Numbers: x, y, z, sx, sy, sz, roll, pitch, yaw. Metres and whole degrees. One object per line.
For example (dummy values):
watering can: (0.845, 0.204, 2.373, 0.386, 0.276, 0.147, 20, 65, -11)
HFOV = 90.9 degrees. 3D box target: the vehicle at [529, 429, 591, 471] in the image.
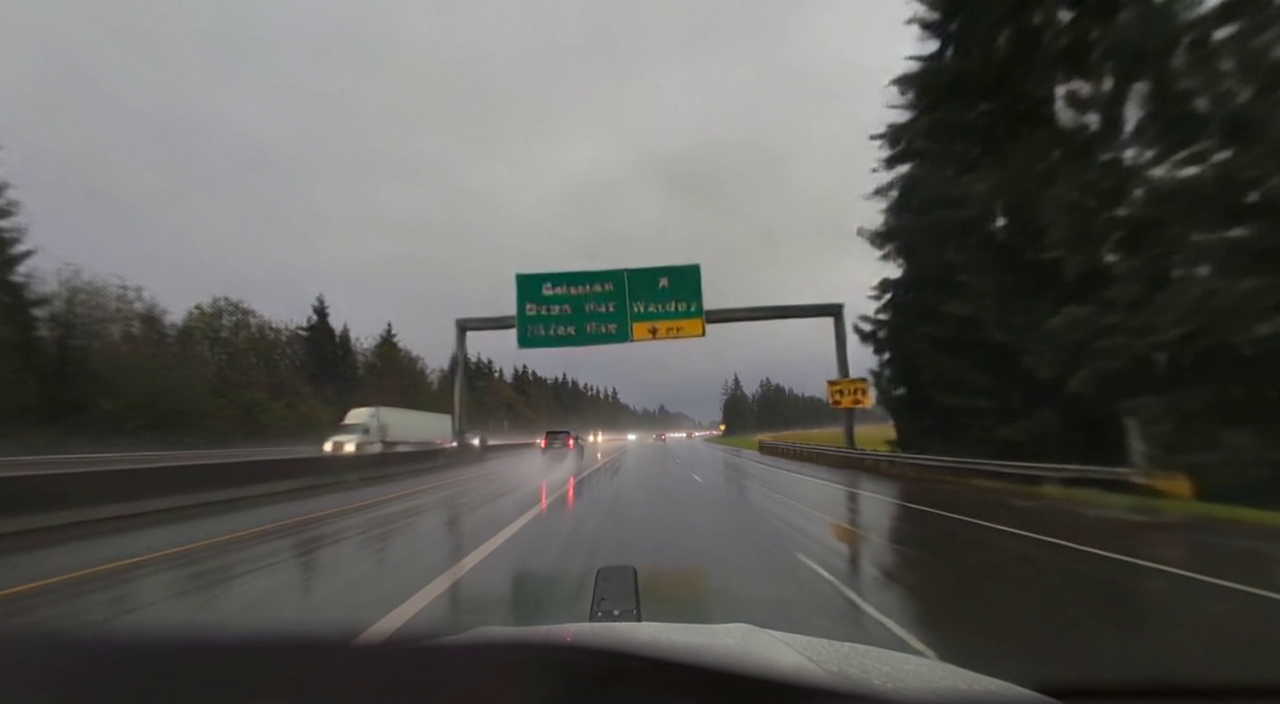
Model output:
vehicle: (-3.292, 4.110, 26.699, 2.084, 1.654, 4.080, 0, -8, 0)

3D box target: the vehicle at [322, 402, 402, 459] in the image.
vehicle: (-20.820, 5.991, 47.659, 3.296, 4.004, 5.827, 0, -8, 0)
